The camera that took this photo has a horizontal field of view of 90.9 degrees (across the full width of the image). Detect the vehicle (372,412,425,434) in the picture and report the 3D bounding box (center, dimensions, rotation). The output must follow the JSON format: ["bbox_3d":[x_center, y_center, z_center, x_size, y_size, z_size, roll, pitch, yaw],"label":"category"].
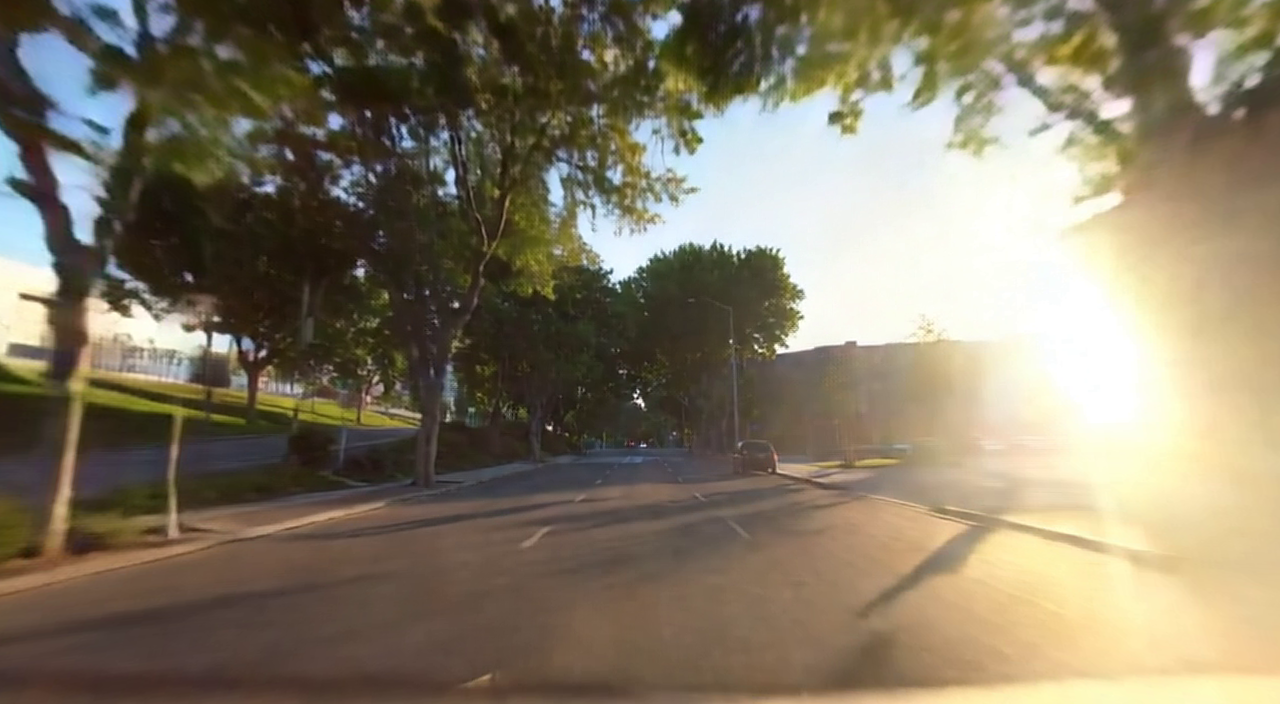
[{"bbox_3d":[-17.157,5.108,44.976,1.960,1.436,4.584,0,-8,0],"label":"vehicle"}]

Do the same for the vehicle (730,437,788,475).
[{"bbox_3d":[6.049,5.333,32.714,2.177,1.788,5.106,0,-8,2],"label":"vehicle"}]
